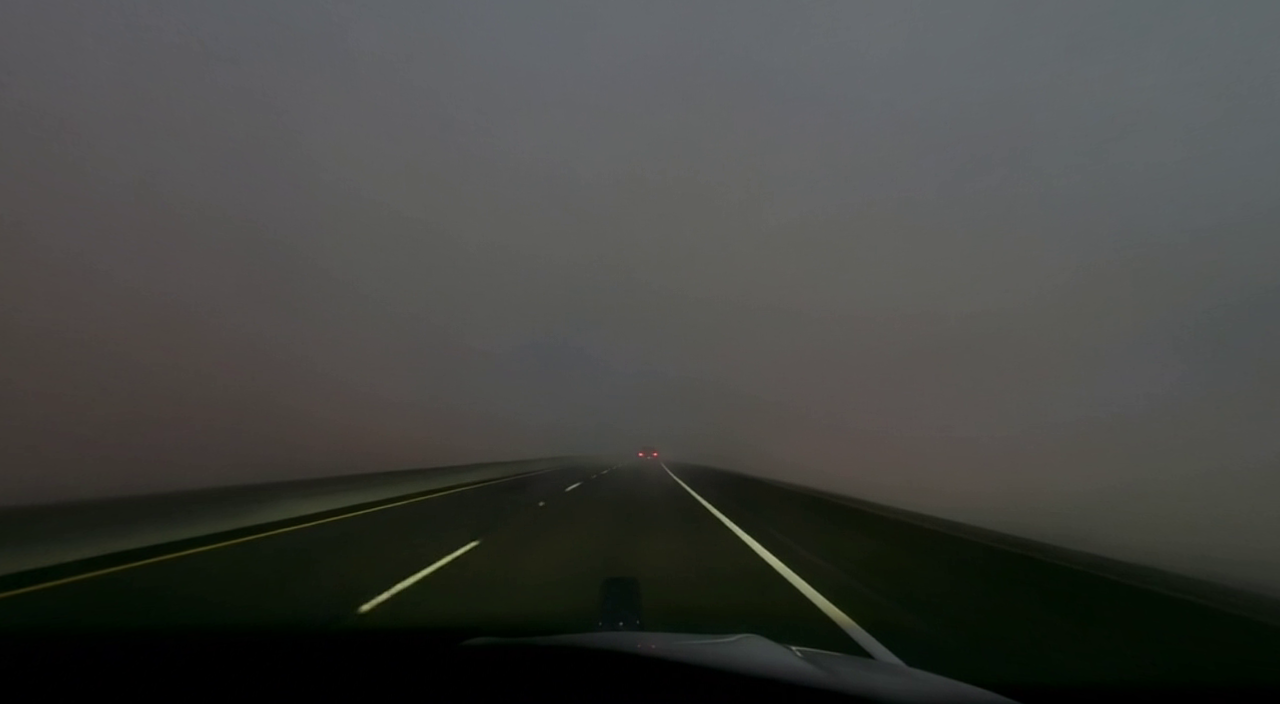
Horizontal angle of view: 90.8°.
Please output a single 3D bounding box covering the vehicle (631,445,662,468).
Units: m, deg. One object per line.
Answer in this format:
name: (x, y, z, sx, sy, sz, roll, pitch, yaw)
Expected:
vehicle: (0.515, 7.855, 47.471, 2.221, 1.603, 4.149, 0, -9, 1)
